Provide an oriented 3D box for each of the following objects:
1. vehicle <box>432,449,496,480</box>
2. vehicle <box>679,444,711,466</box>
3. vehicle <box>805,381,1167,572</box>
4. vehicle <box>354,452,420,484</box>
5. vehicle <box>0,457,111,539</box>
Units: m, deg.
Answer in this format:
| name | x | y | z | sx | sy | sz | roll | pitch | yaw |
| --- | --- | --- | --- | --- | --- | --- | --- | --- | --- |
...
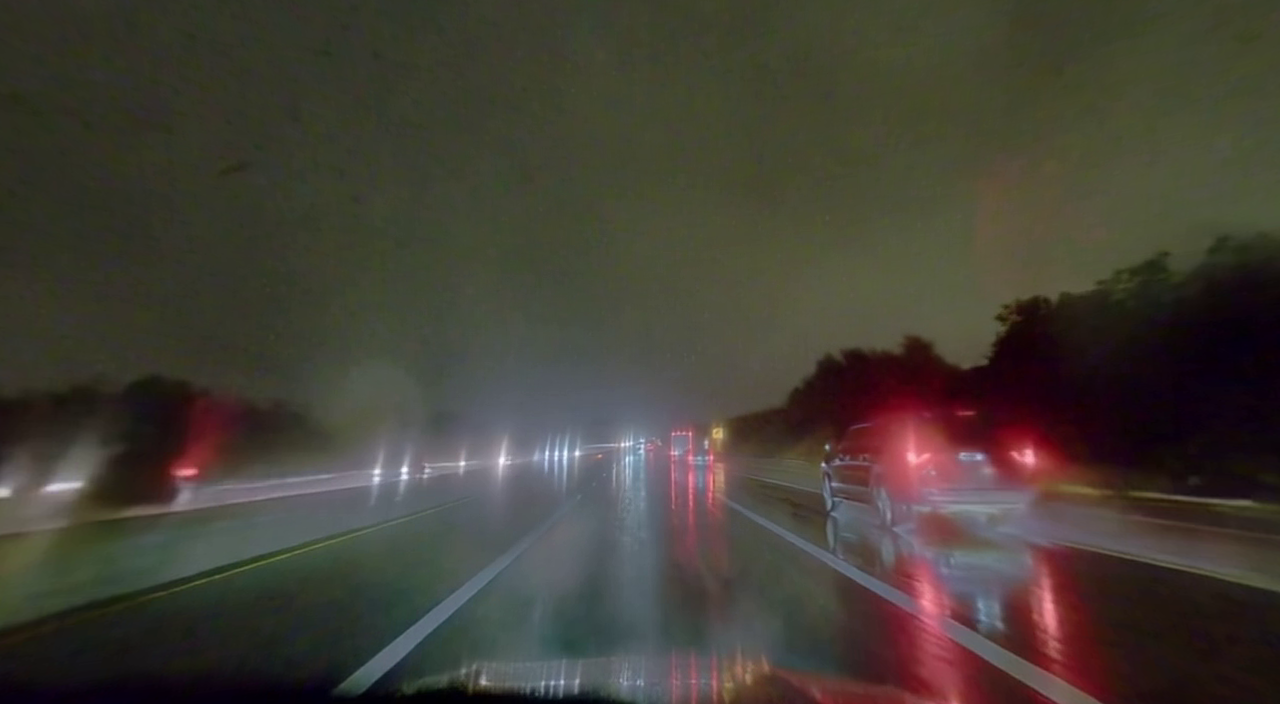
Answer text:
| name | x | y | z | sx | sy | sz | roll | pitch | yaw |
| --- | --- | --- | --- | --- | --- | --- | --- | --- | --- |
| vehicle | -9.263 | 5.947 | 33.414 | 2.012 | 1.523 | 4.777 | 0 | -9 | 0 |
| vehicle | 3.937 | 7.455 | 45.302 | 1.917 | 1.488 | 3.693 | 0 | -9 | -2 |
| vehicle | 4.183 | 1.662 | 9.013 | 2.177 | 1.914 | 5.245 | 0 | -9 | 0 |
| vehicle | -13.102 | 6.009 | 32.743 | 1.811 | 1.500 | 3.805 | 0 | -9 | 1 |
| vehicle | -13.095 | 2.844 | 12.255 | 1.902 | 1.516 | 4.079 | 0 | -9 | 0 |
